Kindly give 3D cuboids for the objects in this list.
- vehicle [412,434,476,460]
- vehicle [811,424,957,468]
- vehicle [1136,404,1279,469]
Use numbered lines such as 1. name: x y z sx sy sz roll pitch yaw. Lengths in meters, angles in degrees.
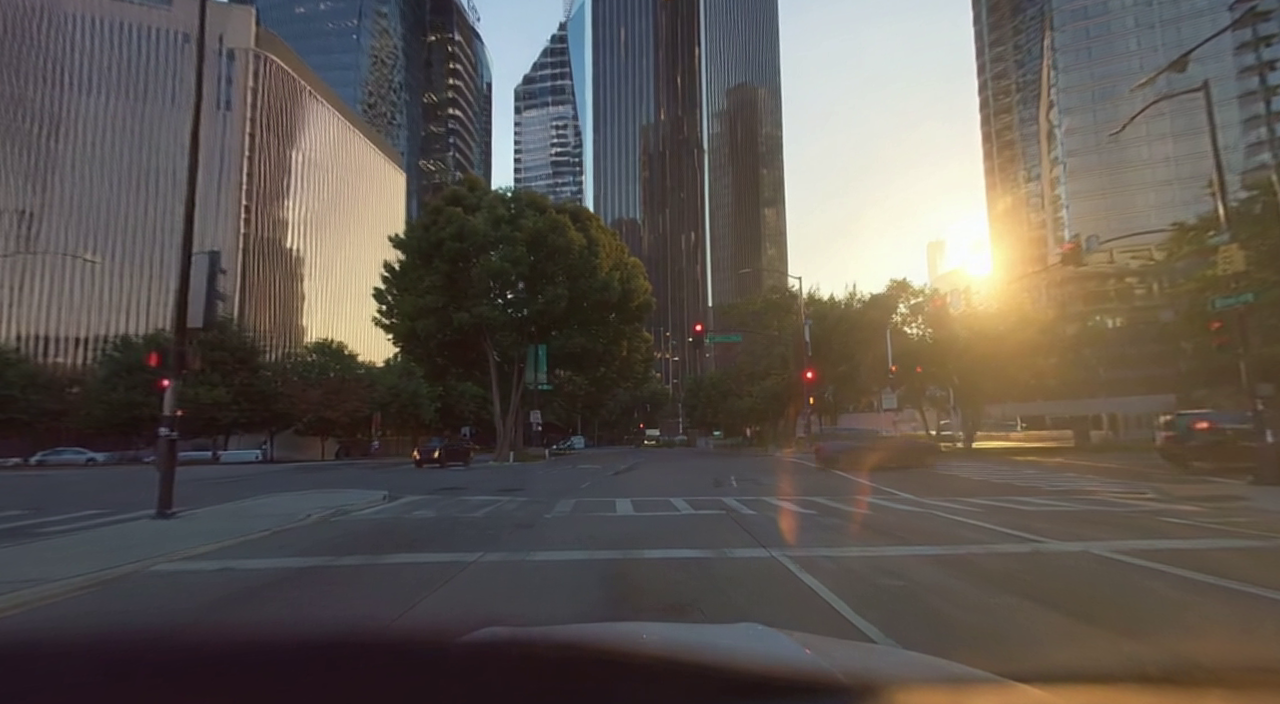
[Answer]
1. vehicle: -12.190 5.966 39.660 1.964 1.476 4.593 -2 -9 8
2. vehicle: 8.658 3.358 22.628 4.482 1.492 1.805 1 -9 -6
3. vehicle: 19.914 2.779 20.717 5.659 1.967 2.149 1 -9 -6
